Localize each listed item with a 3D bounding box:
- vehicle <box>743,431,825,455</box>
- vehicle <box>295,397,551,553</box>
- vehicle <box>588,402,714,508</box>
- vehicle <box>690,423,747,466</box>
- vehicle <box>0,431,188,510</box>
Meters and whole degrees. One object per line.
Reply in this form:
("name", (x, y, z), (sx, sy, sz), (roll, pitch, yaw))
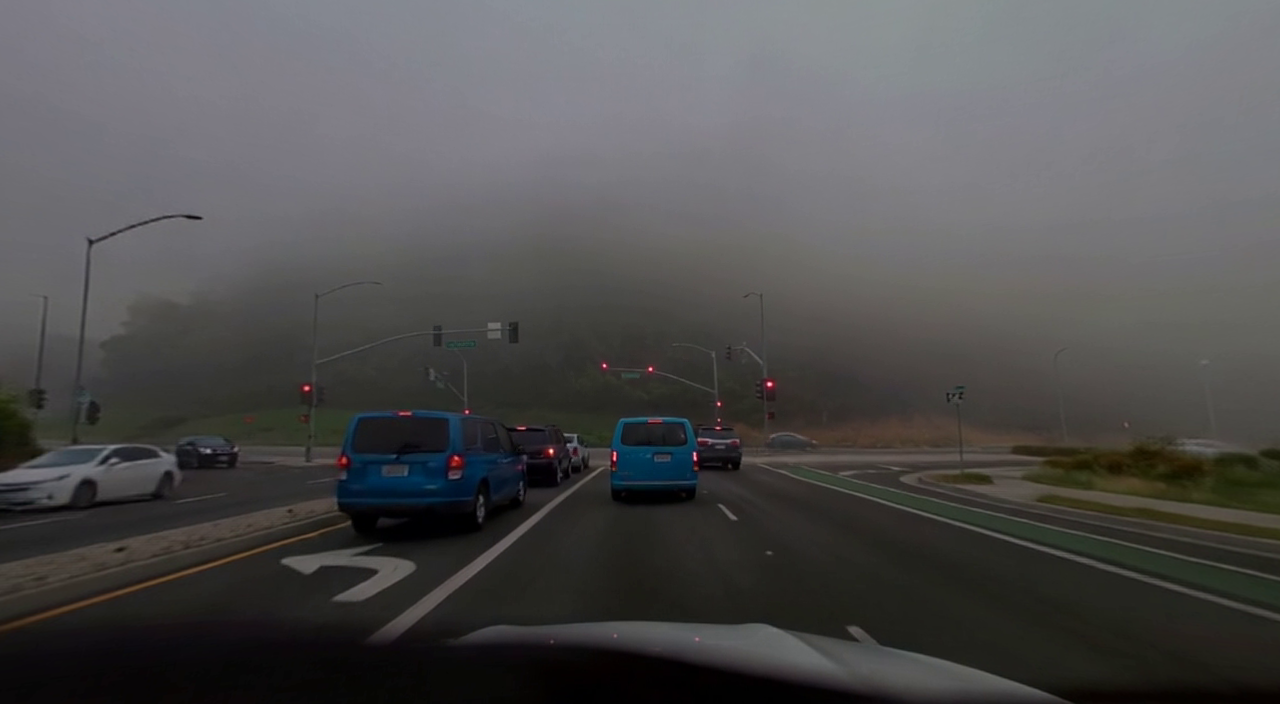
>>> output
("vehicle", (9.050, 5.752, 39.882), (4.696, 1.461, 1.810), (0, -8, 0))
("vehicle", (-2.836, 1.747, 9.600), (2.131, 1.783, 4.540), (0, -8, 2))
("vehicle", (0.208, 2.110, 13.203), (2.185, 1.822, 4.391), (0, -8, 1))
("vehicle", (3.190, 3.857, 26.297), (1.817, 1.662, 3.843), (0, -8, -1))
("vehicle", (-14.431, 3.034, 16.685), (2.053, 1.754, 4.717), (1, -8, -10))
